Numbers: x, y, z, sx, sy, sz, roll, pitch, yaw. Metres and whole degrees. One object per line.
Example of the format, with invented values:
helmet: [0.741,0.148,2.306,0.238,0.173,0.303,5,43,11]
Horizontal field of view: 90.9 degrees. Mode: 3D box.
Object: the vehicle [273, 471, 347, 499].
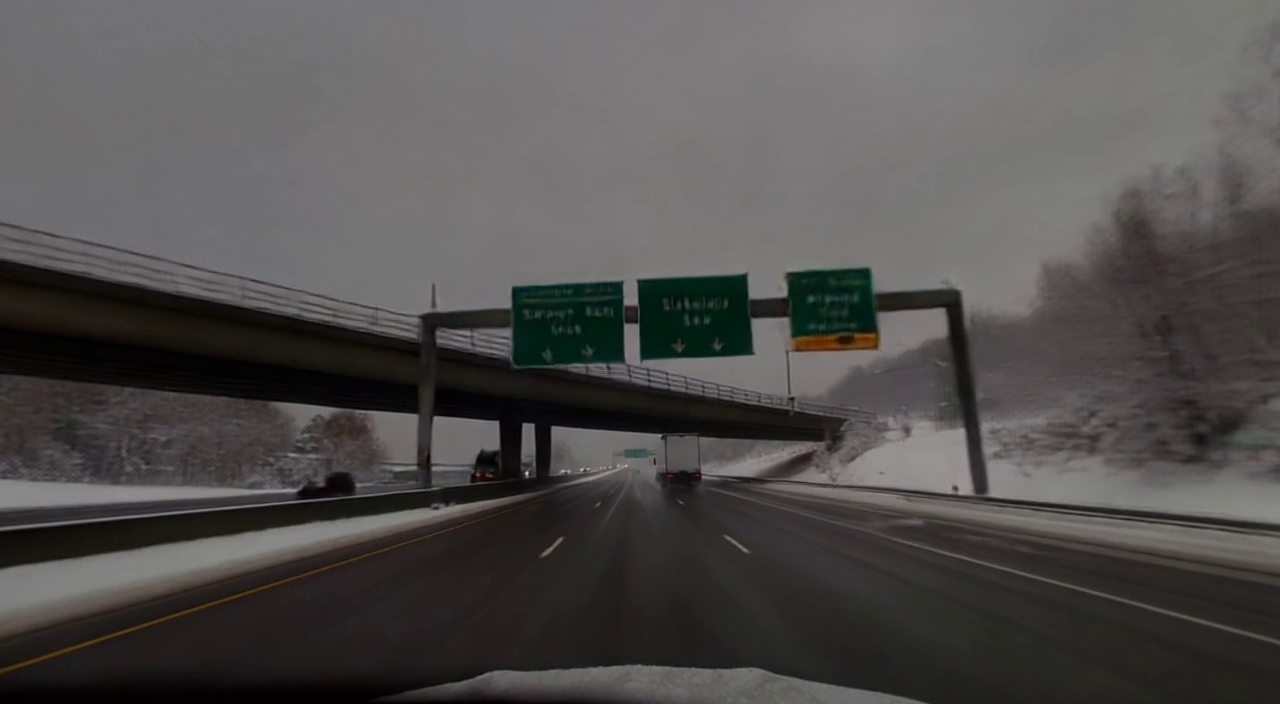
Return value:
vehicle: [-19.674,7.948,37.758,2.050,1.508,4.321,1,-10,0]
